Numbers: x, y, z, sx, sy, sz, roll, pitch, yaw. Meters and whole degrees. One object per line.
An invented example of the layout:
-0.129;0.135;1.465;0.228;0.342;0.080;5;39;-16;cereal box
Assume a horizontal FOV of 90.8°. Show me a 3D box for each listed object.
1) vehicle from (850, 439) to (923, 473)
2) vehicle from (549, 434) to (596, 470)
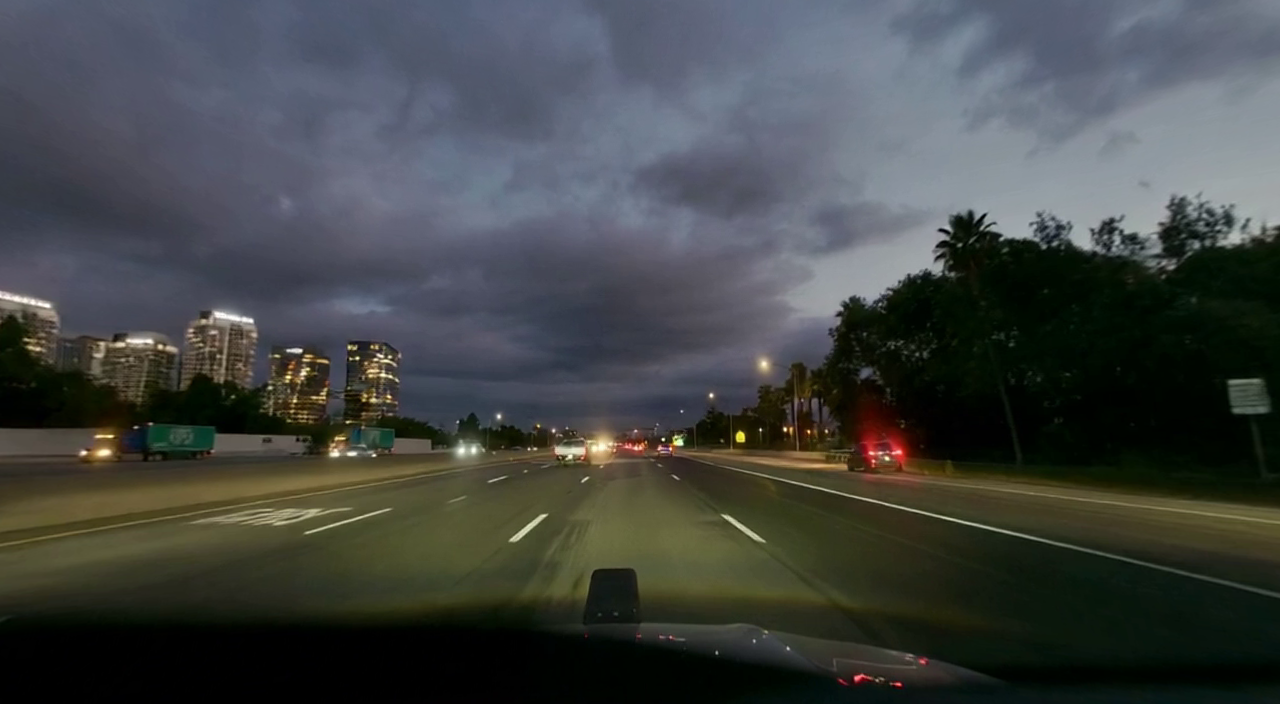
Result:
14.131;5.985;36.525;2.168;1.792;4.457;1;-9;-4;vehicle
-3.907;5.894;37.304;2.225;1.967;4.673;0;-9;0;vehicle
